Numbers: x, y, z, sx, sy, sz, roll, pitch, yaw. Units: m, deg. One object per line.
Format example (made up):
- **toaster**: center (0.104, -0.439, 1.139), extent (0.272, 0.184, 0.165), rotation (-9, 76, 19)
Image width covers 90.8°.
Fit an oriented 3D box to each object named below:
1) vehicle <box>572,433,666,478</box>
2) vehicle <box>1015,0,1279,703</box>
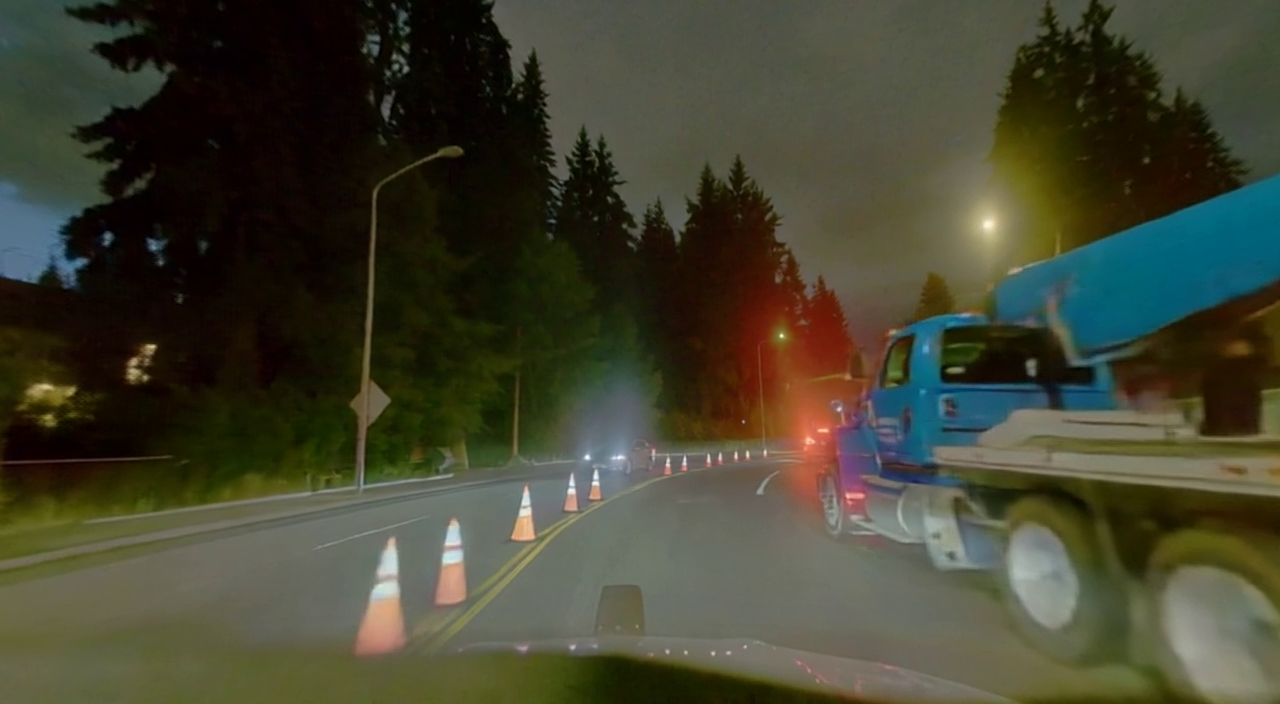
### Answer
- **vehicle**: center (-0.677, 3.770, 23.433), extent (1.945, 1.494, 4.201), rotation (-3, -8, 22)
- **vehicle**: center (3.534, -0.120, 1.018), extent (2.874, 2.542, 4.840), rotation (-1, -8, 1)
